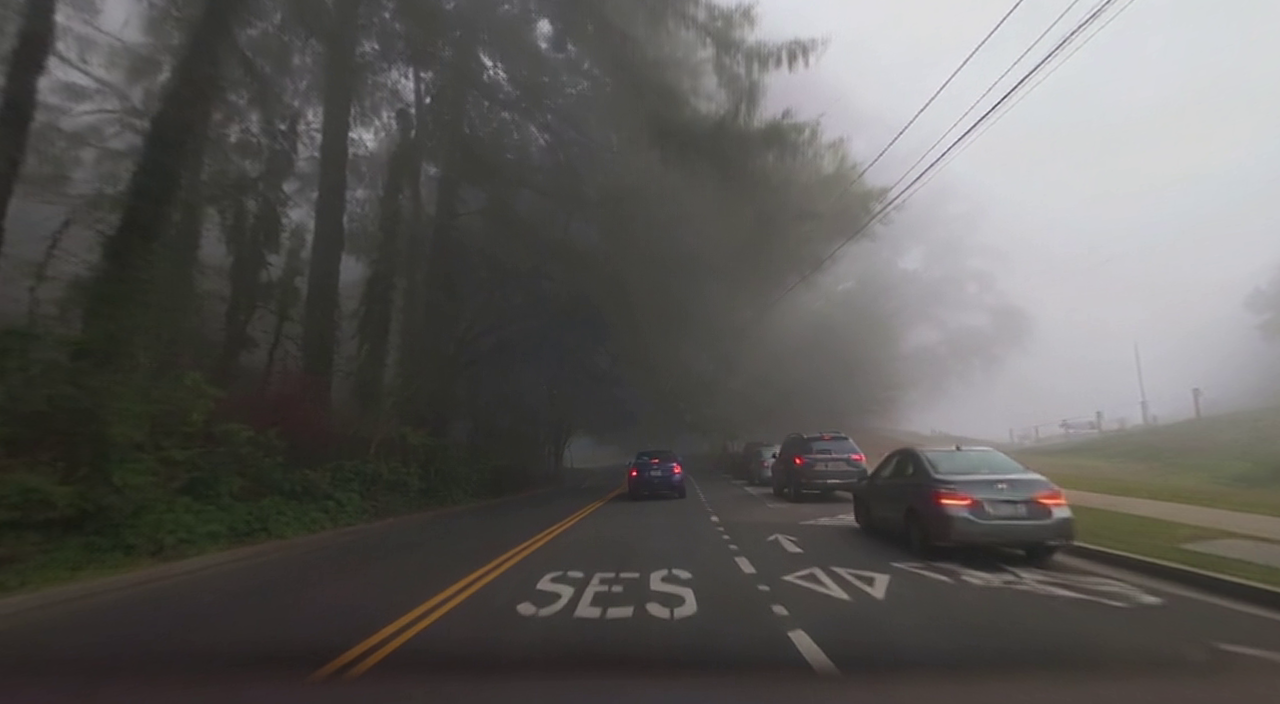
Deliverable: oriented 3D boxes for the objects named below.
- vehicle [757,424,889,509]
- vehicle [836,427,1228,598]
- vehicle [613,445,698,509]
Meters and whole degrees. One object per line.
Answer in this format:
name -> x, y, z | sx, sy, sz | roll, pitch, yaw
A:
vehicle -> 4.405, 2.834, 16.075 | 2.066, 1.804, 4.751 | 0, -8, 2
vehicle -> 4.168, 1.757, 7.965 | 1.992, 1.469, 4.823 | 0, -8, 2
vehicle -> 0.440, 3.349, 17.442 | 2.078, 1.521, 4.058 | 0, -8, 2
